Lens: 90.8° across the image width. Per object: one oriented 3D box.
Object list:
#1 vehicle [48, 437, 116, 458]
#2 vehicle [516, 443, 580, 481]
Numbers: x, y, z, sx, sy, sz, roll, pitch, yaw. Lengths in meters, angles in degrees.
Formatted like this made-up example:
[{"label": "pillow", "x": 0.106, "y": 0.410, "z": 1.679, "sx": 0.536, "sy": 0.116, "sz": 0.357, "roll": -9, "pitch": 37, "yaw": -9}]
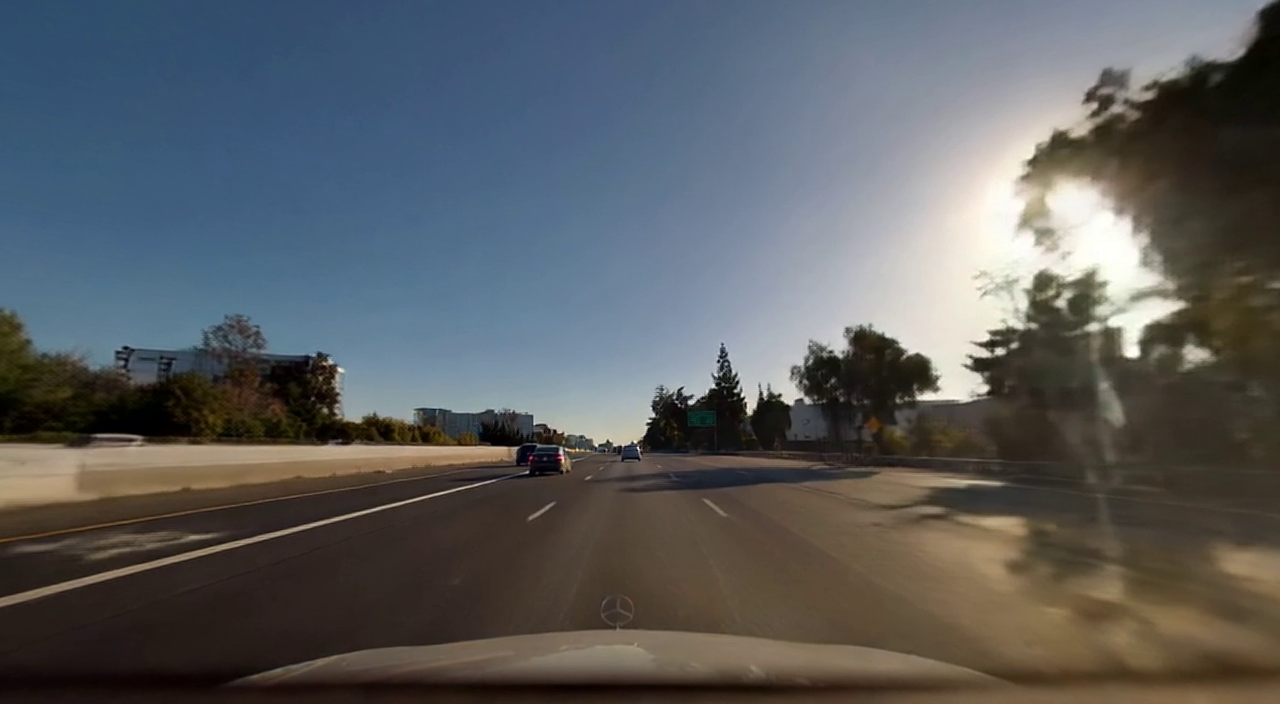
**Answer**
[{"label": "vehicle", "x": -39.451, "y": 6.763, "z": 44.751, "sx": 1.604, "sy": 1.424, "sz": 3.530, "roll": 0, "pitch": -8, "yaw": -1}, {"label": "vehicle", "x": -4.034, "y": 4.915, "z": 28.585, "sx": 2.140, "sy": 1.574, "sz": 4.946, "roll": 0, "pitch": -8, "yaw": 0}]
